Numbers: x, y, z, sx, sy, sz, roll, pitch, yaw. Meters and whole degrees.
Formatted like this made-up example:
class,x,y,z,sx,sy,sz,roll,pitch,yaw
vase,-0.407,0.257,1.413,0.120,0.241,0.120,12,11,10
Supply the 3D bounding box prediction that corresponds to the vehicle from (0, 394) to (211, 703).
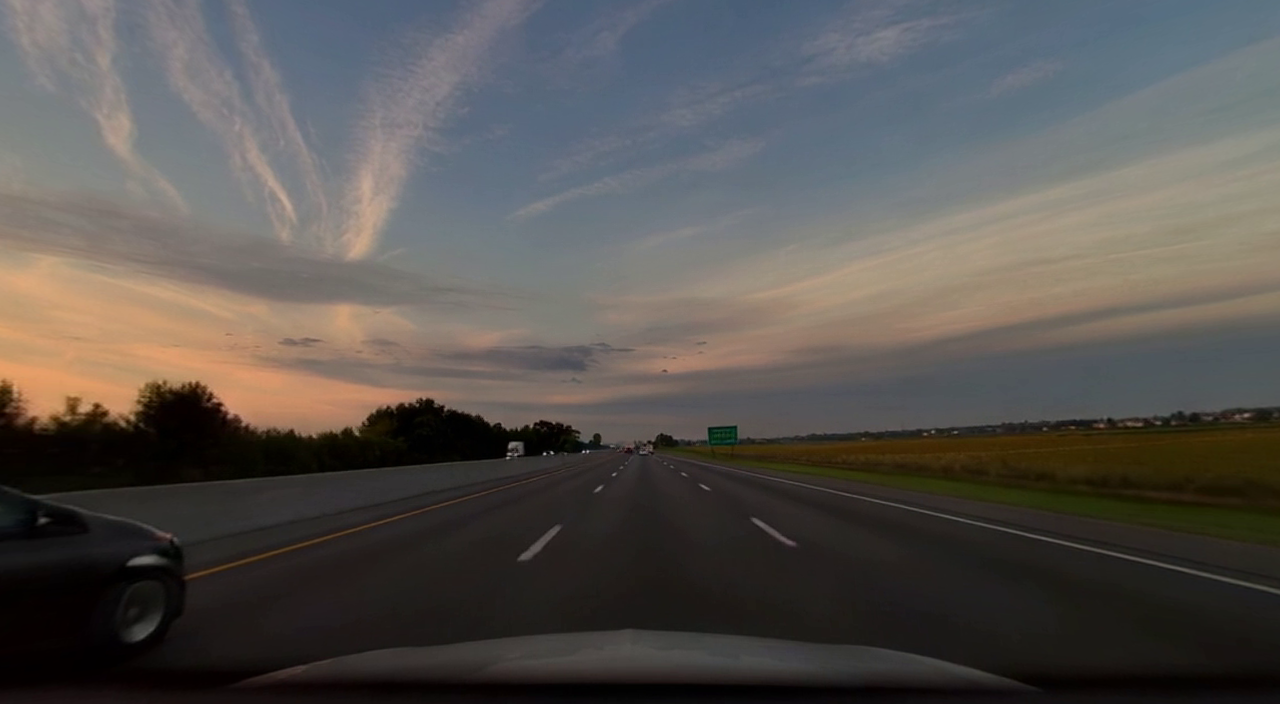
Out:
class,x,y,z,sx,sy,sz,roll,pitch,yaw
vehicle,-3.442,0.787,1.622,1.815,1.500,4.036,0,-9,0
